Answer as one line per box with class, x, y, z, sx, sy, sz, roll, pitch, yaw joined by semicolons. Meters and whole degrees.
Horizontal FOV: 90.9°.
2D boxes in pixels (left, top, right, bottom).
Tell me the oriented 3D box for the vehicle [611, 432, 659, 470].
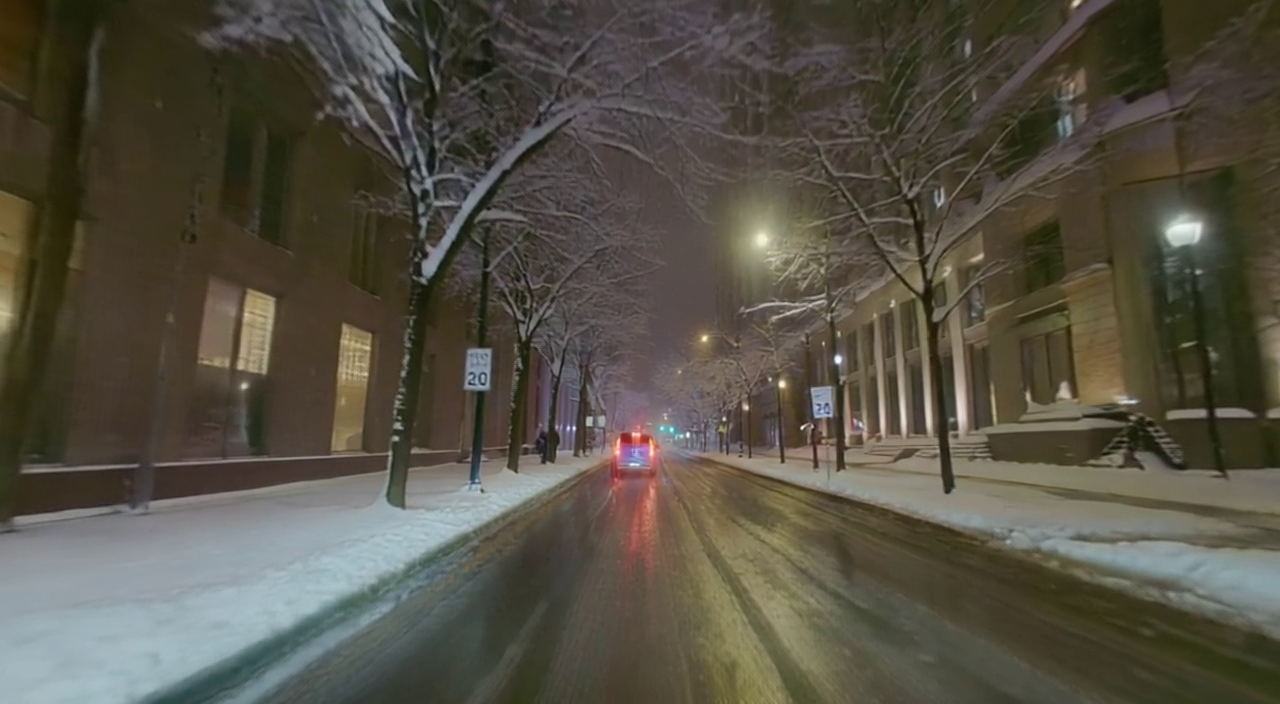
vehicle;-0.235;4.577;29.334;2.079;1.621;3.861;0;-8;-1
